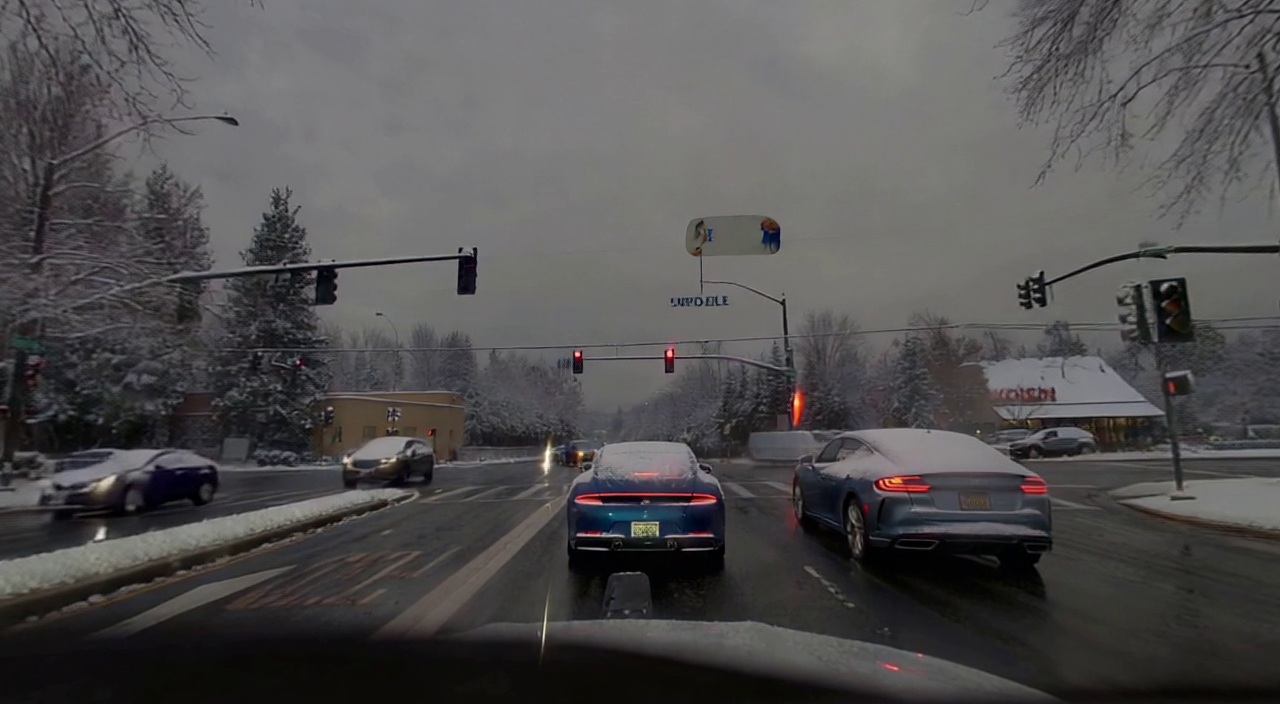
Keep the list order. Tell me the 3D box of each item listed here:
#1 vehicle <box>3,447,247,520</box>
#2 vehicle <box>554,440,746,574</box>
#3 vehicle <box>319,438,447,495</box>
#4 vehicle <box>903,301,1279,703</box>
[{"bbox_3d":[-11.974,3.039,15.194,2.053,1.436,4.494,0,-8,0],"label":"vehicle"},{"bbox_3d":[0.121,1.869,8.395,1.945,1.343,3.827,0,-8,1],"label":"vehicle"},{"bbox_3d":[-8.288,3.714,20.921,2.091,1.651,4.870,0,-8,1],"label":"vehicle"},{"bbox_3d":[3.108,0.803,2.532,2.143,1.759,4.531,0,-8,0],"label":"vehicle"}]
